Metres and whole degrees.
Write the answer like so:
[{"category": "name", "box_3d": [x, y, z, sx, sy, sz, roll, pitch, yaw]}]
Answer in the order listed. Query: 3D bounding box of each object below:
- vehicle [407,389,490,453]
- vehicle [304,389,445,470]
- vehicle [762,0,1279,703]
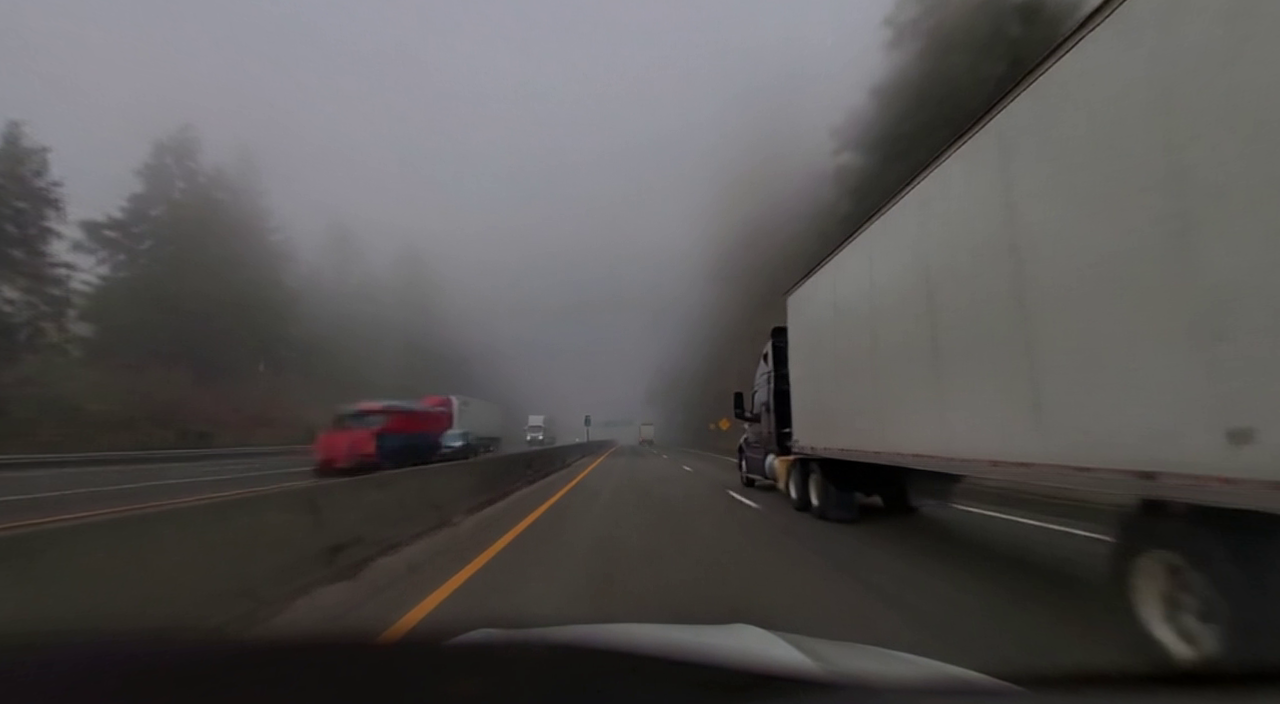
[{"category": "vehicle", "box_3d": [-13.088, 4.938, 44.174, 2.933, 4.039, 9.567, 0, -8, -1]}, {"category": "vehicle", "box_3d": [-9.594, 2.942, 23.737, 2.261, 2.615, 6.889, 0, -8, 0]}, {"category": "vehicle", "box_3d": [3.952, 0.174, 6.866, 2.911, 3.994, 10.840, 0, -8, -1]}]
